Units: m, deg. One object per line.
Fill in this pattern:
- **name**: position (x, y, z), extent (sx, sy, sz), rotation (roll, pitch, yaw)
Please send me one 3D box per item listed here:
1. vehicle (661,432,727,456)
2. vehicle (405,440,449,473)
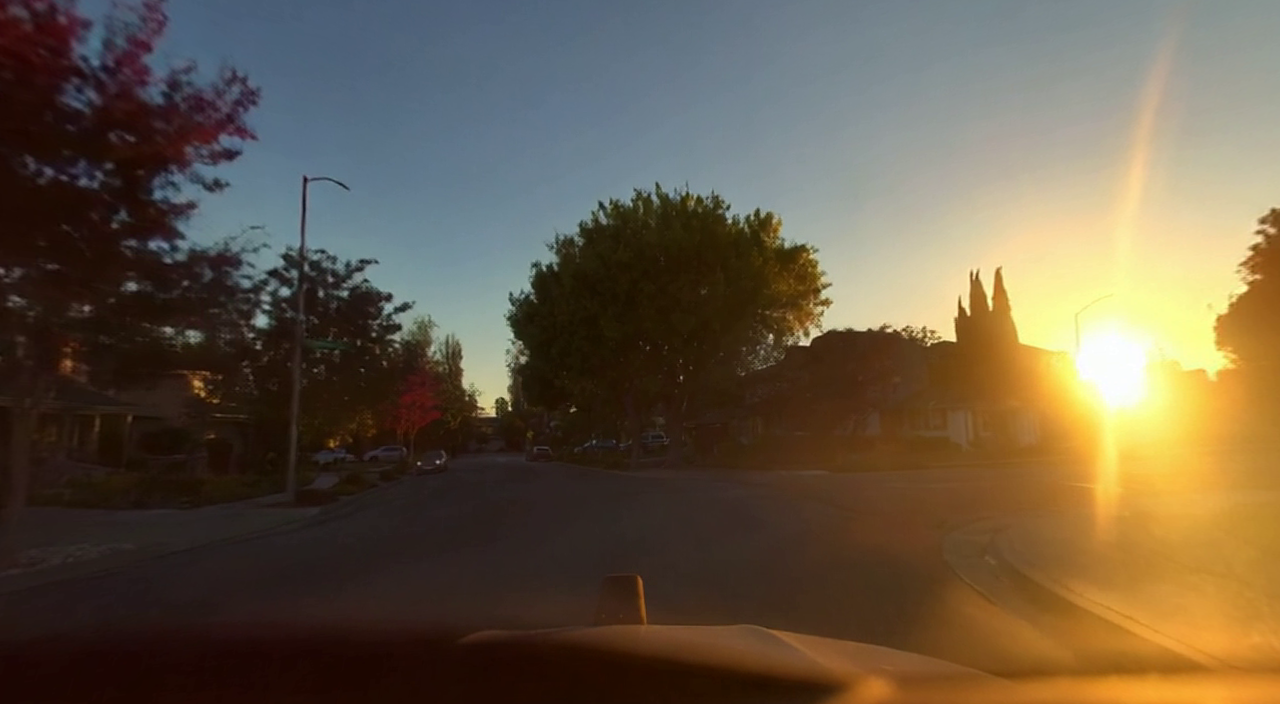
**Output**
- **vehicle**: position (3.773, 6.503, 44.479), extent (4.241, 1.597, 1.833), rotation (2, -9, -15)
- **vehicle**: position (-12.815, 6.327, 38.326), extent (2.152, 1.826, 4.725), rotation (2, -9, -15)
